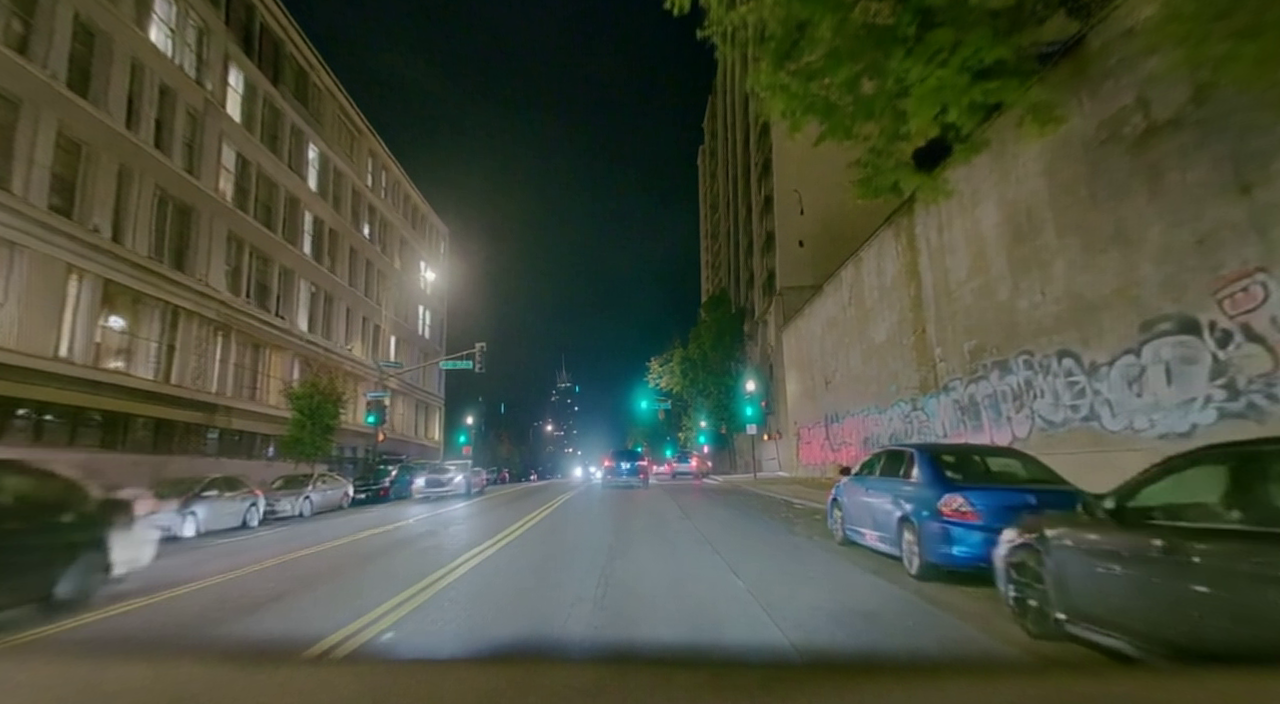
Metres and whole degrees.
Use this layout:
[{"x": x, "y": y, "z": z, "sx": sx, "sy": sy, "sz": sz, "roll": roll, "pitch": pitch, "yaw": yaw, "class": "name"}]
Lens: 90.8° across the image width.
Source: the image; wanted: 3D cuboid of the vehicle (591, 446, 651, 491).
[{"x": -0.713, "y": 4.547, "z": 25.058, "sx": 2.166, "sy": 1.579, "sz": 4.300, "roll": 0, "pitch": -8, "yaw": -1, "class": "vehicle"}]

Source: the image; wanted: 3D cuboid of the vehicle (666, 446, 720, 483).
[{"x": 2.834, "y": 5.810, "z": 32.976, "sx": 2.207, "sy": 1.761, "sz": 4.292, "roll": -2, "pitch": -9, "yaw": 13, "class": "vehicle"}]

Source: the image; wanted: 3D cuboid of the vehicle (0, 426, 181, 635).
[{"x": -6.473, "y": 1.493, "z": 5.172, "sx": 2.147, "sy": 1.747, "sz": 4.409, "roll": 0, "pitch": -8, "yaw": -1, "class": "vehicle"}]

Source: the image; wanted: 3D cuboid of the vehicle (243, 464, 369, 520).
[{"x": -11.203, "y": 4.692, "z": 21.648, "sx": 1.931, "sy": 1.499, "sz": 4.645, "roll": -2, "pitch": -8, "yaw": -2, "class": "vehicle"}]

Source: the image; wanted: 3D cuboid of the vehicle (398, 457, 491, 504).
[{"x": -6.820, "y": 4.511, "z": 22.593, "sx": 2.040, "sy": 1.402, "sz": 4.237, "roll": 0, "pitch": -8, "yaw": -1, "class": "vehicle"}]

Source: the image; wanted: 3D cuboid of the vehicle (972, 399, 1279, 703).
[{"x": 4.137, "y": 1.135, "z": 3.499, "sx": 2.032, "sy": 1.687, "sz": 4.374, "roll": 0, "pitch": -8, "yaw": -3, "class": "vehicle"}]

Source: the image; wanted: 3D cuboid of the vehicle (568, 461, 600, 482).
[{"x": -4.319, "y": 9.312, "z": 49.492, "sx": 2.095, "sy": 1.447, "sz": 4.202, "roll": 0, "pitch": -8, "yaw": 0, "class": "vehicle"}]
